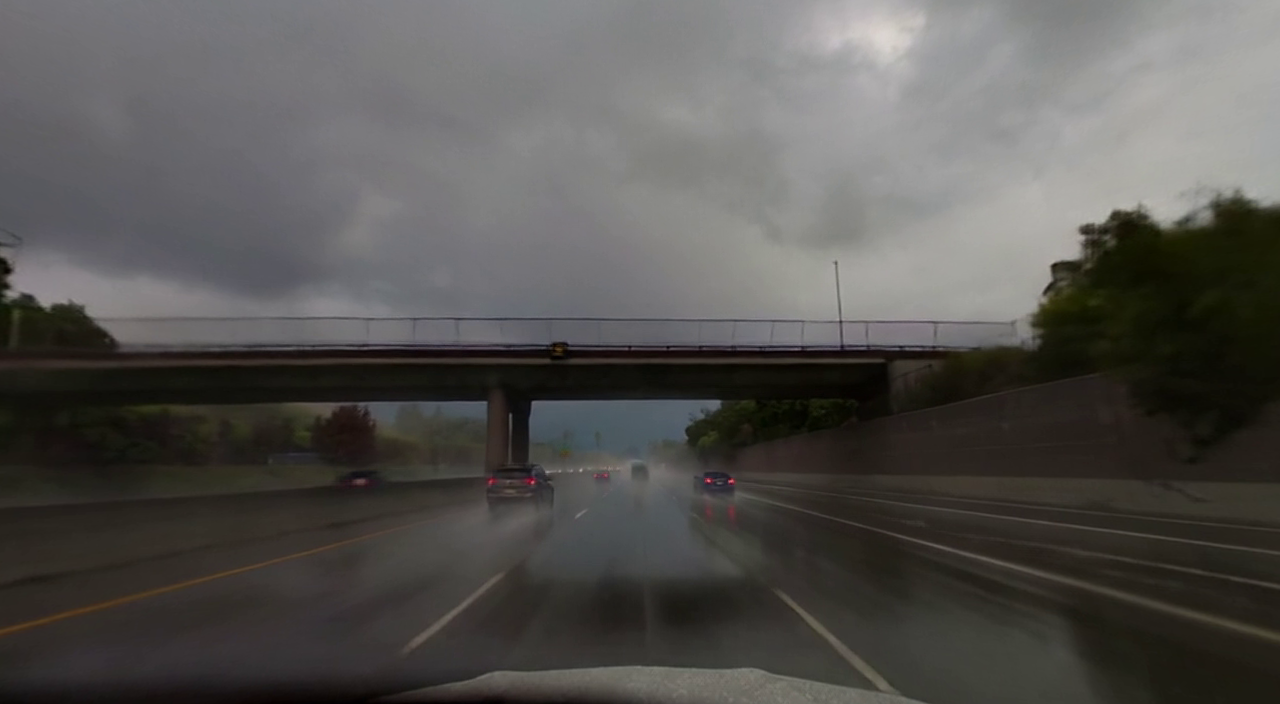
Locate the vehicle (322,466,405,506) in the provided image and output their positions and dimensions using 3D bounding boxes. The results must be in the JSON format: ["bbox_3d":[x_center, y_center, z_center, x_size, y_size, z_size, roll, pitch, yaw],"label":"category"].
[{"bbox_3d":[-12.424,6.018,28.522,1.868,1.616,4.107,1,-10,0],"label":"vehicle"}]

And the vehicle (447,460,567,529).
[{"bbox_3d":[-3.248,3.605,16.321,2.099,1.516,4.308,0,-10,1],"label":"vehicle"}]

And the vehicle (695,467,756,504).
[{"bbox_3d":[3.773,6.014,28.623,2.092,1.518,4.348,1,-10,-1],"label":"vehicle"}]

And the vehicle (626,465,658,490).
[{"bbox_3d":[0.181,8.923,44.811,2.181,1.698,4.056,1,-10,1],"label":"vehicle"}]
